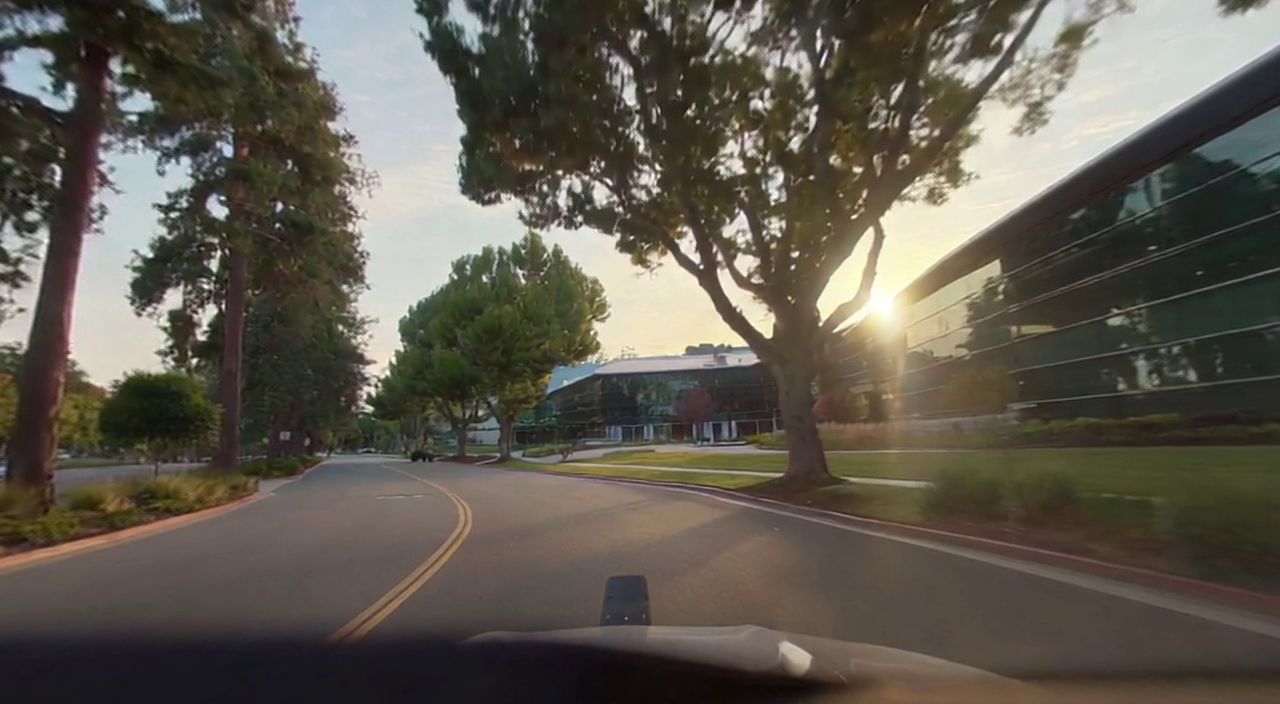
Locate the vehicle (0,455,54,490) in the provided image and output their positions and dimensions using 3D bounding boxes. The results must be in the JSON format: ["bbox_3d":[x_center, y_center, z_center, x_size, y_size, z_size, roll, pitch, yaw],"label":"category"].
[{"bbox_3d":[-33.828,6.388,33.689,1.929,1.650,4.638,3,-9,-21],"label":"vehicle"}]
